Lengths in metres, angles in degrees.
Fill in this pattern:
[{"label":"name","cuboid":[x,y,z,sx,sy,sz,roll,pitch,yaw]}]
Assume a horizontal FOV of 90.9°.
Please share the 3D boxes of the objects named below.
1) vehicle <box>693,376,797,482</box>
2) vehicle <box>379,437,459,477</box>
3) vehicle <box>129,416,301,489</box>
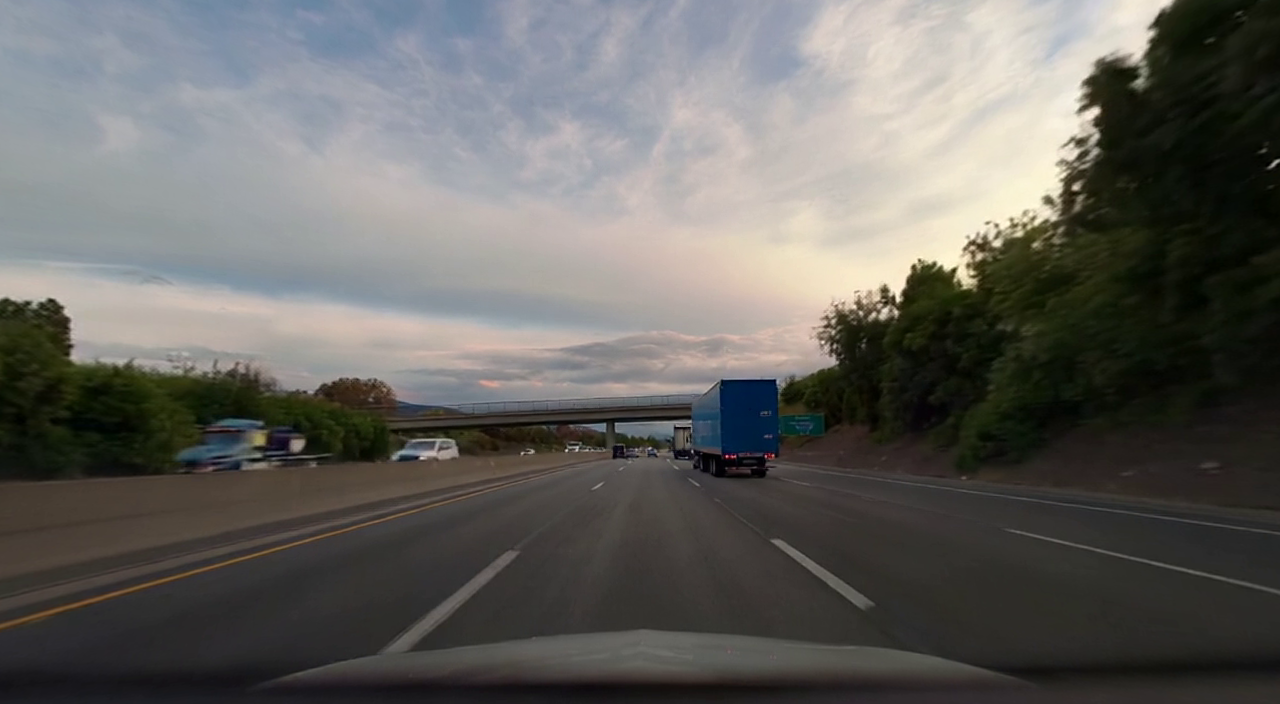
[{"label":"vehicle","cuboid":[4.596,4.036,31.287,2.825,4.054,14.210,0,-9,0]},{"label":"vehicle","cuboid":[-10.625,5.104,30.775,2.074,1.806,4.842,0,-9,1]},{"label":"vehicle","cuboid":[-17.409,4.209,26.504,2.270,2.631,6.924,0,-9,1]}]
